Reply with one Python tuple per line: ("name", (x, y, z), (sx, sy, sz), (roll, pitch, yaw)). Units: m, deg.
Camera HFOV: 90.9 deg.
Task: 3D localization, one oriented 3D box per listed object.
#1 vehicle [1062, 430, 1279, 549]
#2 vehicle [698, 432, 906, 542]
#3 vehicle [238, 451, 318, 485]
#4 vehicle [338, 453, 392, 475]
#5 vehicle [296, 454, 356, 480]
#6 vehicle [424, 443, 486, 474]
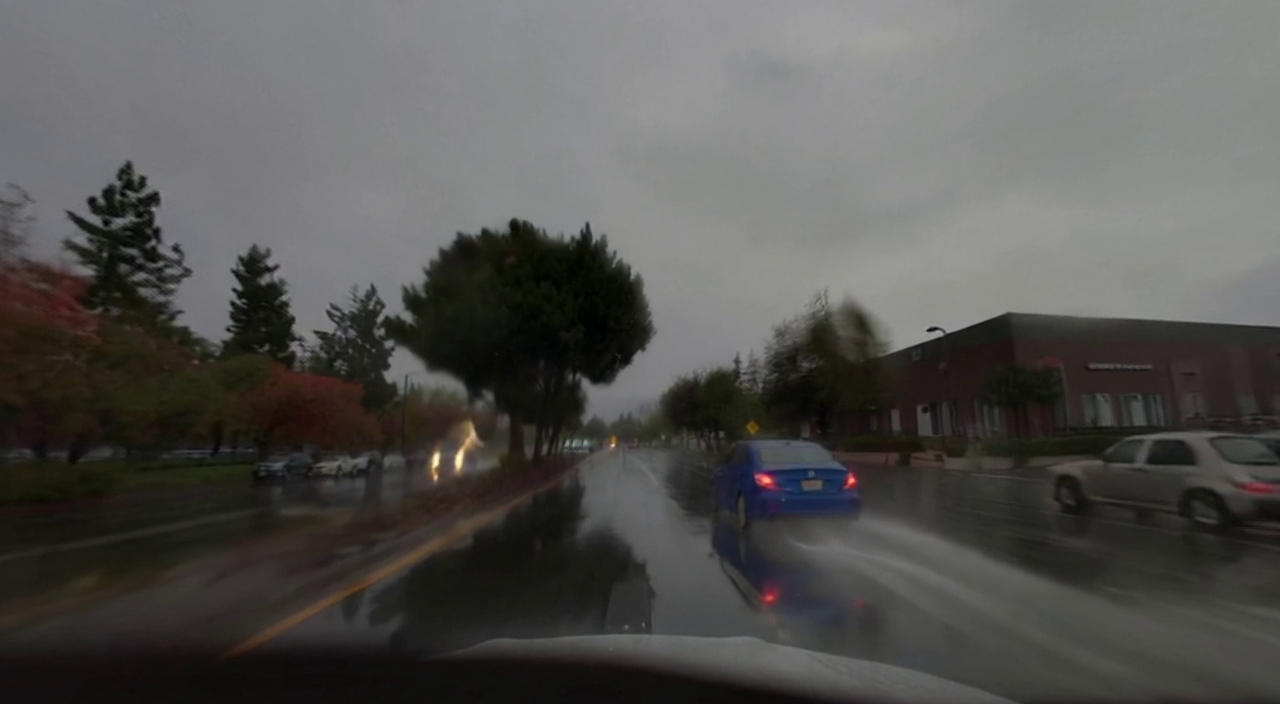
("vehicle", (9.057, 1.997, 9.711), (2.037, 1.500, 4.205), (0, -8, -2))
("vehicle", (2.372, 2.133, 10.679), (2.141, 1.443, 4.499), (0, -8, -3))
("vehicle", (-20.064, 6.406, 35.171), (1.888, 1.751, 4.526), (0, -8, -2))
("vehicle", (-20.279, 8.272, 46.694), (1.896, 1.485, 4.546), (0, -8, 1))
("vehicle", (-20.157, 7.368, 40.624), (1.736, 1.502, 4.259), (0, -8, -1))
("vehicle", (-9.861, 5.697, 34.010), (1.990, 1.496, 4.598), (0, -8, -1))
